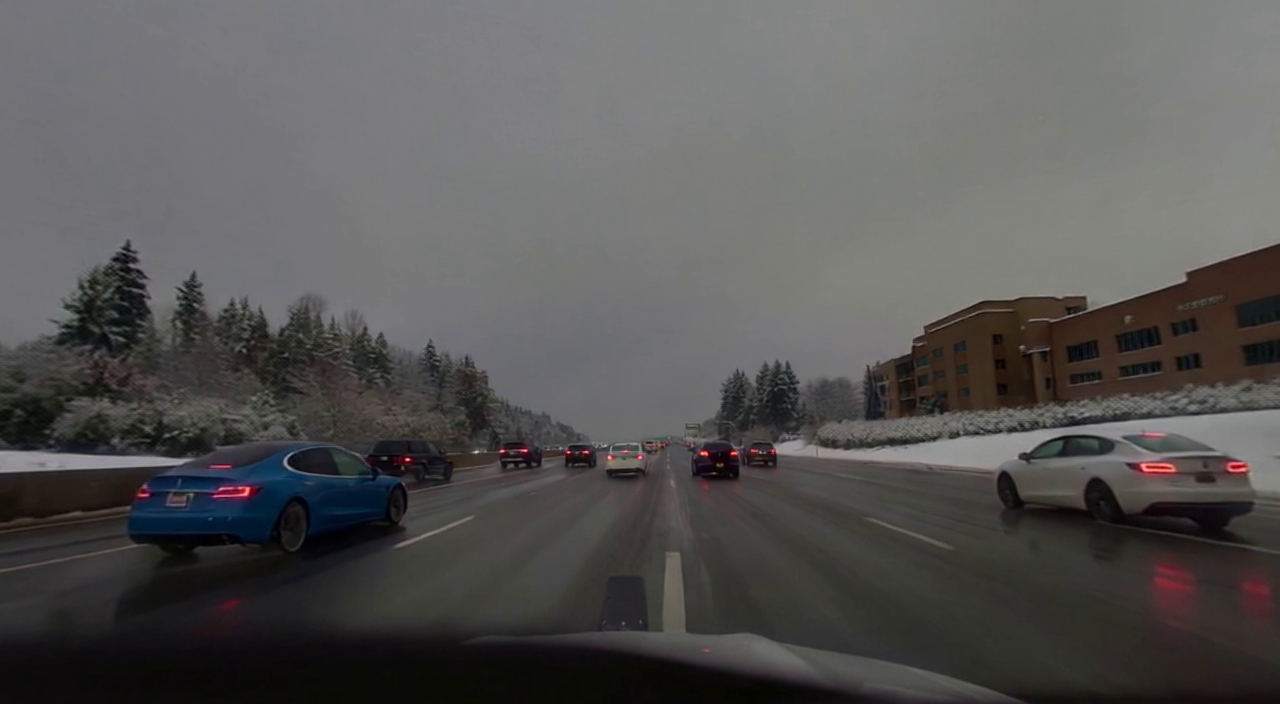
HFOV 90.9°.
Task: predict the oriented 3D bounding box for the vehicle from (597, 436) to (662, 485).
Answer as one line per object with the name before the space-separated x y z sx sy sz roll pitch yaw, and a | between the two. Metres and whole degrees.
vehicle | -0.294 4.004 23.649 2.102 1.624 4.257 -1 -8 3

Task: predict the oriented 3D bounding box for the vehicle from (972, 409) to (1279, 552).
vehicle | 7.767 1.940 10.294 1.960 1.726 5.016 0 -8 1

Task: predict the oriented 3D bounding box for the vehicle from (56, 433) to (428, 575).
vehicle | -5.016 1.950 9.037 2.116 1.473 4.644 -1 -8 4

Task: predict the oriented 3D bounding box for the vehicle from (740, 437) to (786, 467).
vehicle | 7.827 6.378 40.466 2.071 1.754 4.484 -1 -8 1

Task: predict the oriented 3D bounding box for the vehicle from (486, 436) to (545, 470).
vehicle | -7.318 6.001 37.618 2.187 1.851 5.085 -1 -8 4

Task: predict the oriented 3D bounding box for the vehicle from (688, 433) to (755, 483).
vehicle | 3.025 4.031 24.323 2.114 1.715 4.136 -1 -8 2

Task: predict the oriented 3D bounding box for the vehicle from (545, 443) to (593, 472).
vehicle | -3.797 5.683 34.374 1.886 1.455 4.148 -1 -8 3
